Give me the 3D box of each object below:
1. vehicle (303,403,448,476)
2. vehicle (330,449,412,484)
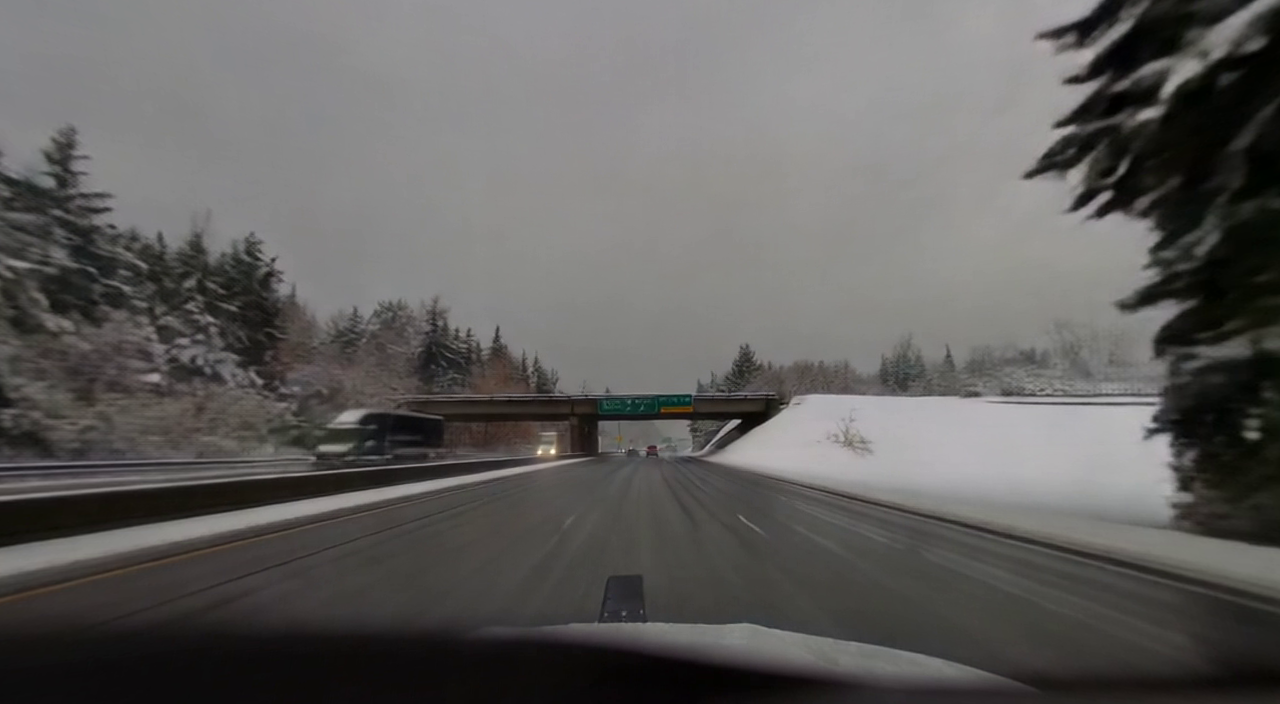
[{"bbox_3d":[-16.684,5.869,41.740,2.886,3.974,14.639,0,-9,2],"label":"vehicle"},{"bbox_3d":[-12.488,5.301,29.574,1.800,1.470,4.577,0,-9,1],"label":"vehicle"}]
